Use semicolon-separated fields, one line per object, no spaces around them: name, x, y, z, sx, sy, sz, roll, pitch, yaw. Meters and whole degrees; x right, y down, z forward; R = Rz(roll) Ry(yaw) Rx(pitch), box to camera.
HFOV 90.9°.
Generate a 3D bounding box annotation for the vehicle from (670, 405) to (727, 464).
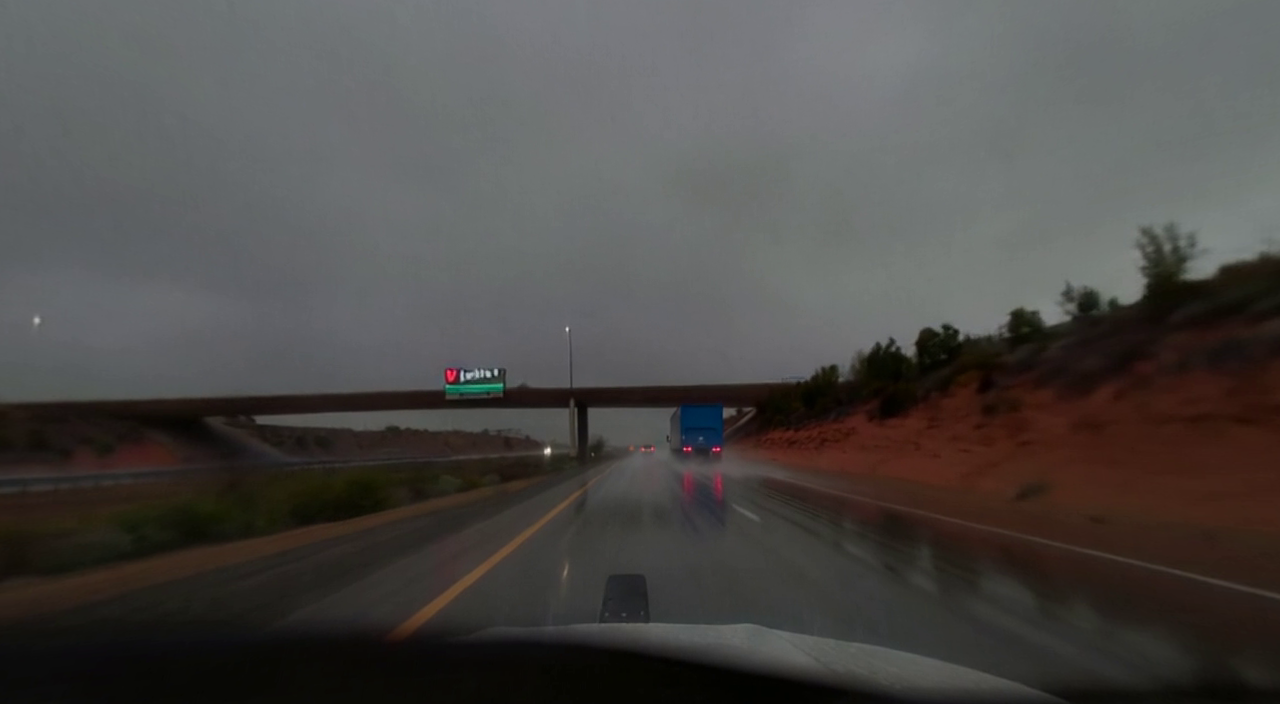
vehicle;4.047;6.129;46.263;3.024;3.834;10.128;0;-8;-1
